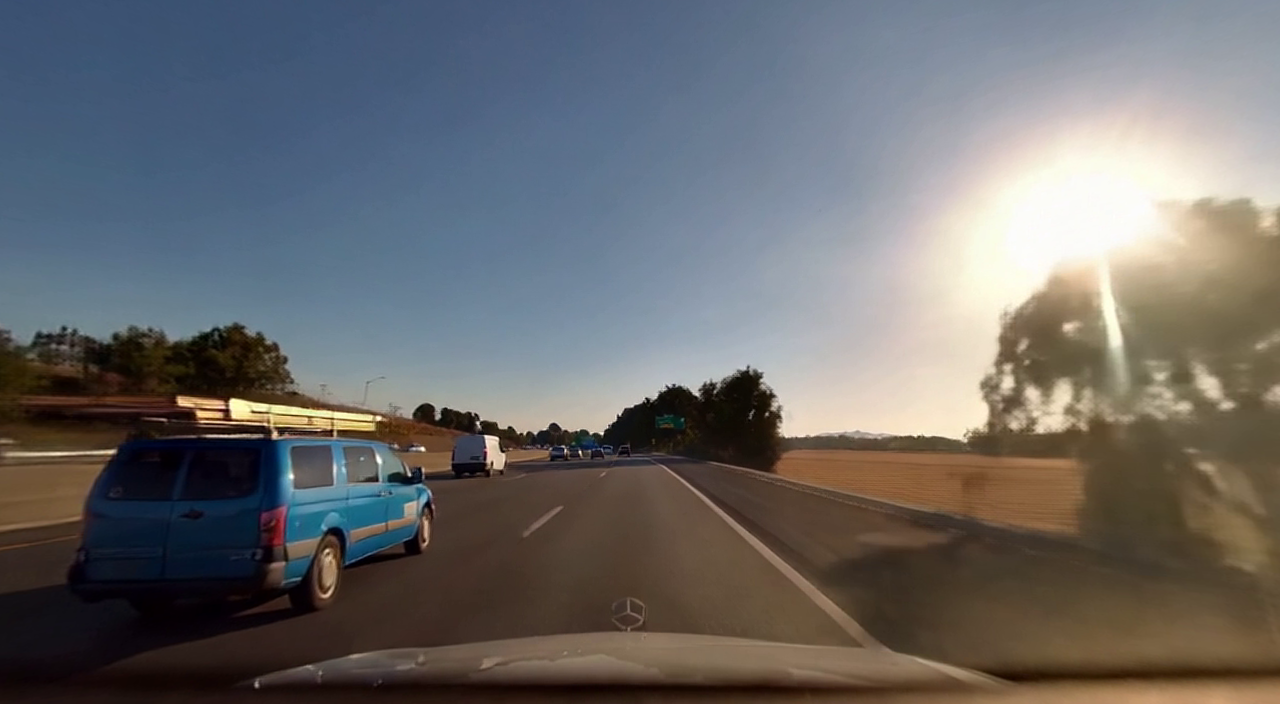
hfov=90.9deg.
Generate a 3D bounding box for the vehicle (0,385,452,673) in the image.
[{"bbox_3d":[-3.624,1.401,6.194,2.040,1.679,4.865,0,-9,0],"label":"vehicle"}]

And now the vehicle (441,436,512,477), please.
[{"bbox_3d":[-7.561,4.888,29.704,2.093,1.752,4.771,0,-9,0],"label":"vehicle"}]
